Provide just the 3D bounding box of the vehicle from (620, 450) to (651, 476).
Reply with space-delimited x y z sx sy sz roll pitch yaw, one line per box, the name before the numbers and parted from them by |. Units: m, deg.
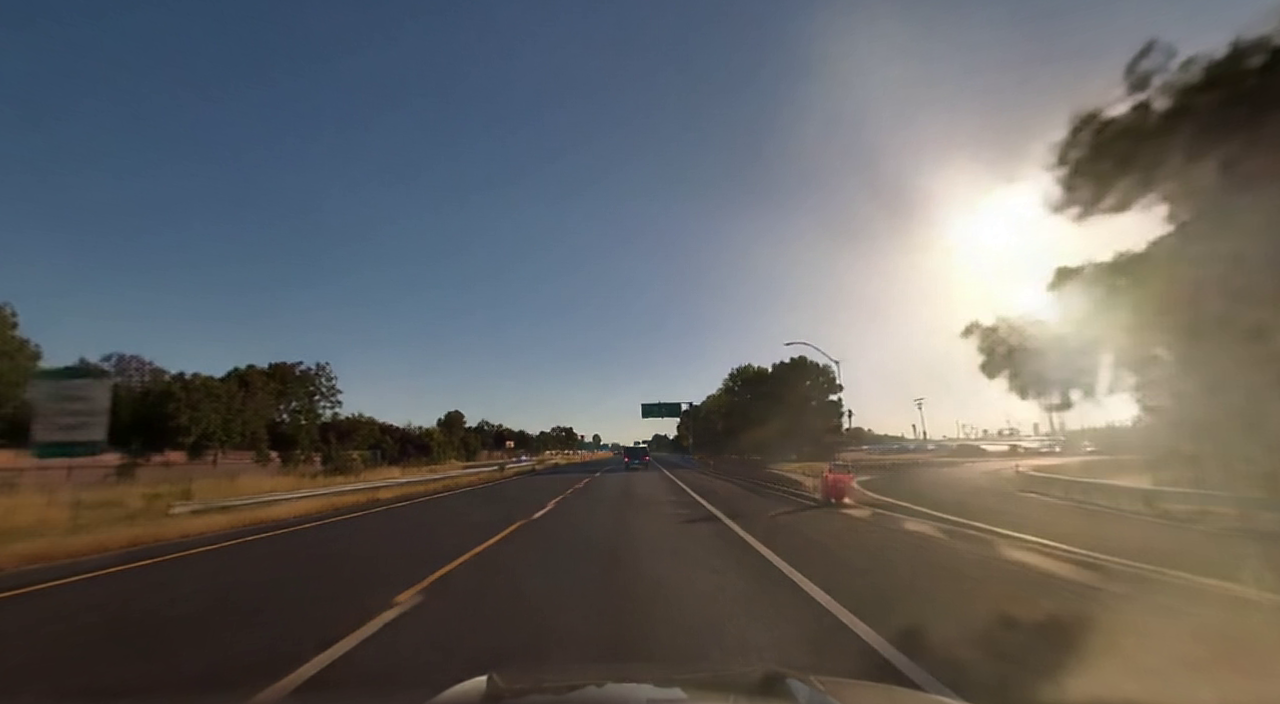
vehicle | -0.233 6.576 37.676 1.695 1.437 3.506 0 -9 2
